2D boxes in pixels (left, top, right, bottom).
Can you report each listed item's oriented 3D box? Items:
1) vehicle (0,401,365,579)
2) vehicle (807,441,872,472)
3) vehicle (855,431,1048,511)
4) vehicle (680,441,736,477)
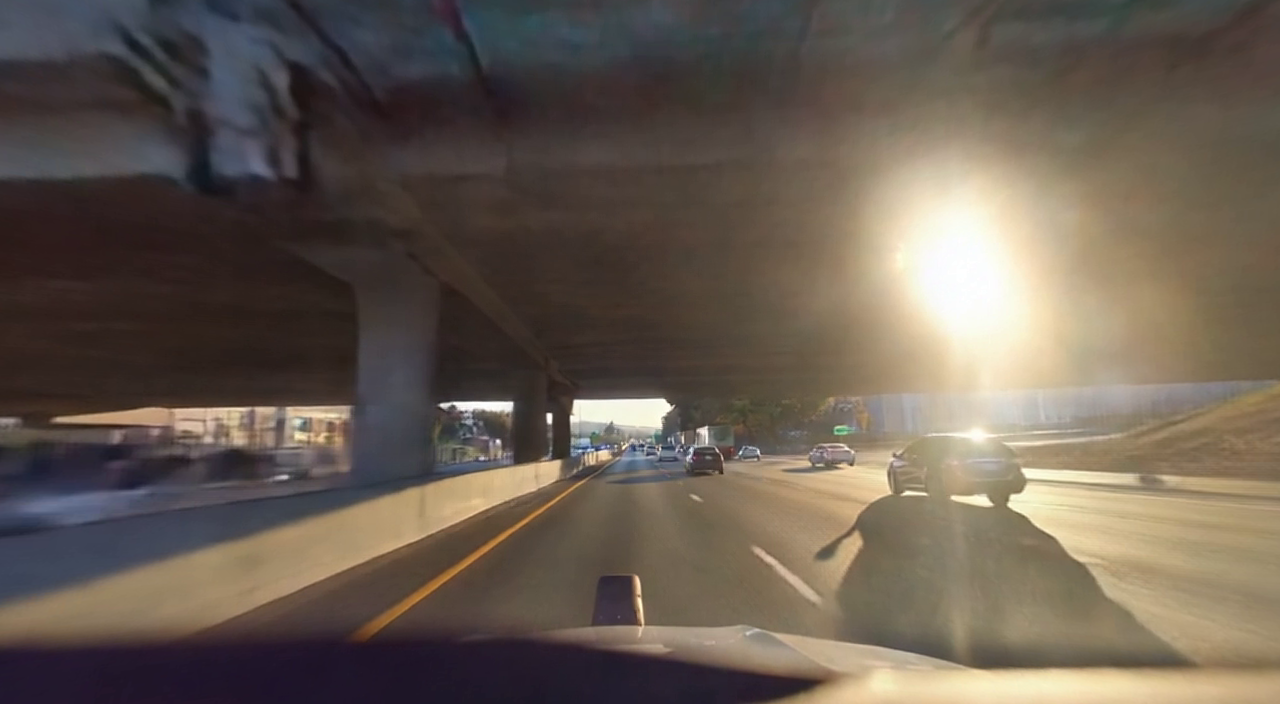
[{"bbox_3d":[-6.469,1.847,9.402,2.218,1.829,5.584,0,-8,0],"label":"vehicle"},{"bbox_3d":[10.006,5.255,31.955,1.838,1.440,4.121,0,-8,-1],"label":"vehicle"},{"bbox_3d":[6.649,2.581,14.210,1.952,1.489,4.483,0,-8,-1],"label":"vehicle"},{"bbox_3d":[3.057,4.937,29.354,1.993,1.507,4.594,0,-8,-2],"label":"vehicle"}]
